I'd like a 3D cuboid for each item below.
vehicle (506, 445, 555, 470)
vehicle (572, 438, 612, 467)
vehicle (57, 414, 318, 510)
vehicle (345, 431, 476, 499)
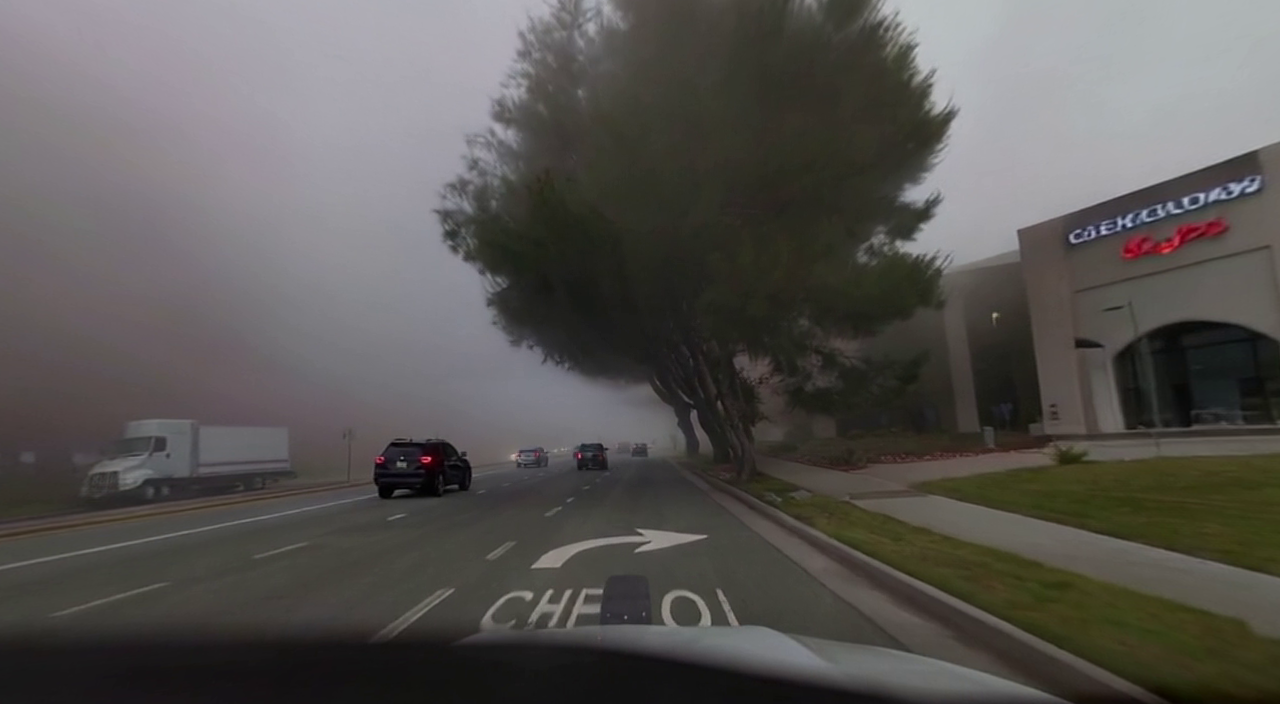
[{"bbox_3d":[-6.622,6.388,38.492,2.072,1.427,4.328,0,-9,2],"label":"vehicle"},{"bbox_3d":[-2.866,6.161,38.608,2.100,1.661,3.837,0,-9,1],"label":"vehicle"},{"bbox_3d":[-21.717,5.425,32.428,3.033,3.777,14.652,0,-8,-2],"label":"vehicle"},{"bbox_3d":[-6.877,3.444,19.606,2.137,1.835,4.844,0,-9,1],"label":"vehicle"}]
